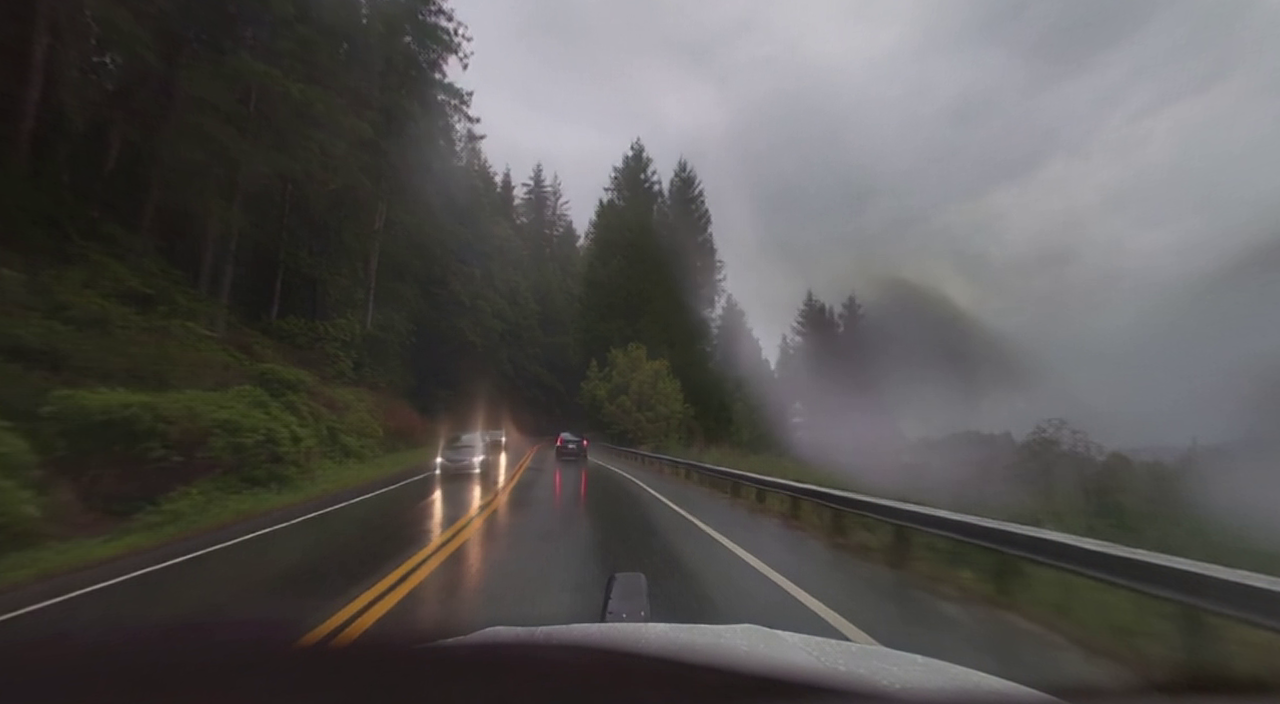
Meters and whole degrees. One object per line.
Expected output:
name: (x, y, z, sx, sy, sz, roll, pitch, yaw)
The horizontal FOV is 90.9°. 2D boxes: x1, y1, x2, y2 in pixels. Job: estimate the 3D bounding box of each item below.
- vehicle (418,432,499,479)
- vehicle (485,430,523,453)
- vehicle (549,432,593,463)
vehicle: (-6.528, 3.749, 23.199, 2.133, 1.526, 4.308, 1, -8, -6)
vehicle: (-9.625, 6.381, 44.919, 2.200, 1.588, 4.150, 1, -8, -7)
vehicle: (-3.713, 5.004, 33.298, 2.120, 1.491, 4.349, 1, -8, -8)
